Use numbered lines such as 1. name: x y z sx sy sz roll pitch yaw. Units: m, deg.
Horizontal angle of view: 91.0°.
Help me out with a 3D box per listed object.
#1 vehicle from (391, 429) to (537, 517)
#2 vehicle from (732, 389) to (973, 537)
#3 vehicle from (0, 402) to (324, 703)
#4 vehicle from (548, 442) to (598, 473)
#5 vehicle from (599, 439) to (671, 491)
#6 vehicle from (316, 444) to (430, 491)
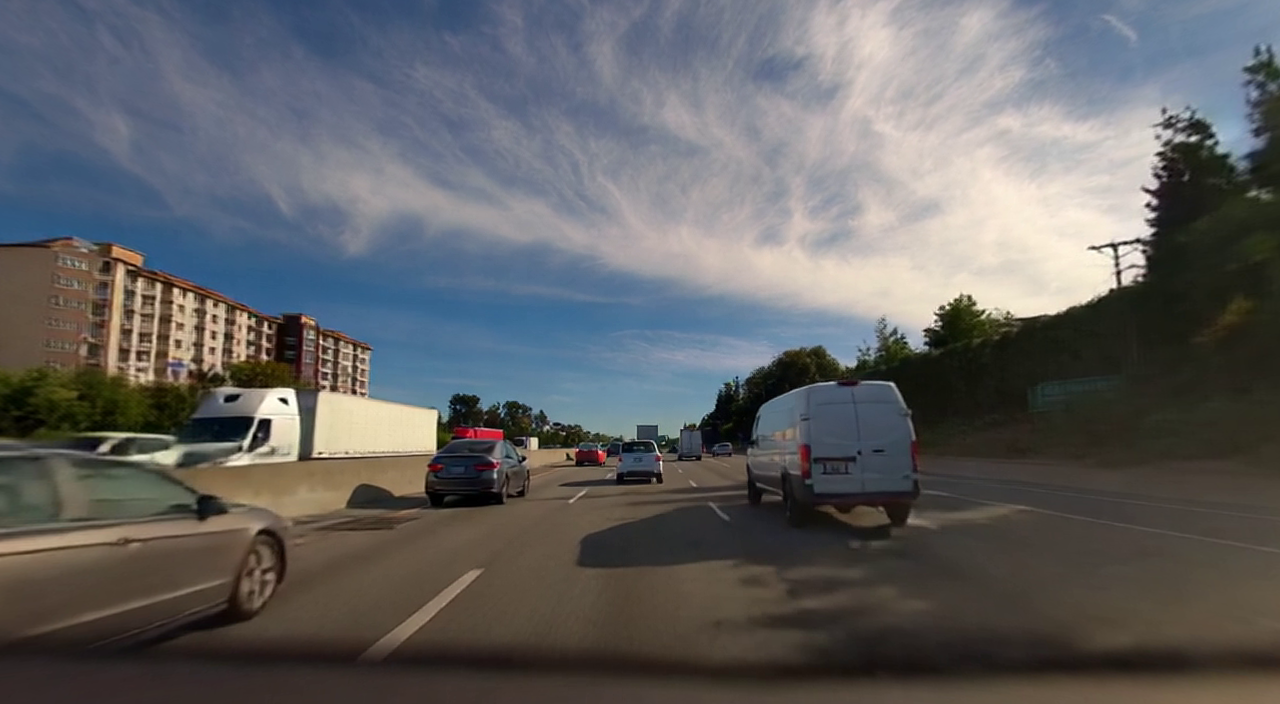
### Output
1. vehicle: -3.591 2.557 13.751 1.956 1.602 4.258 0 -9 0
2. vehicle: 3.415 1.987 11.743 2.460 2.086 5.576 0 -9 -1
3. vehicle: -3.562 0.959 2.617 2.098 1.463 4.578 0 -9 0
4. vehicle: -3.395 5.442 32.660 2.062 1.459 4.365 0 -9 0
5. vehicle: -0.158 3.495 19.852 2.053 1.461 3.941 0 -9 -1
6. vehicle: -9.078 3.939 21.923 1.937 1.450 4.569 0 -9 1
